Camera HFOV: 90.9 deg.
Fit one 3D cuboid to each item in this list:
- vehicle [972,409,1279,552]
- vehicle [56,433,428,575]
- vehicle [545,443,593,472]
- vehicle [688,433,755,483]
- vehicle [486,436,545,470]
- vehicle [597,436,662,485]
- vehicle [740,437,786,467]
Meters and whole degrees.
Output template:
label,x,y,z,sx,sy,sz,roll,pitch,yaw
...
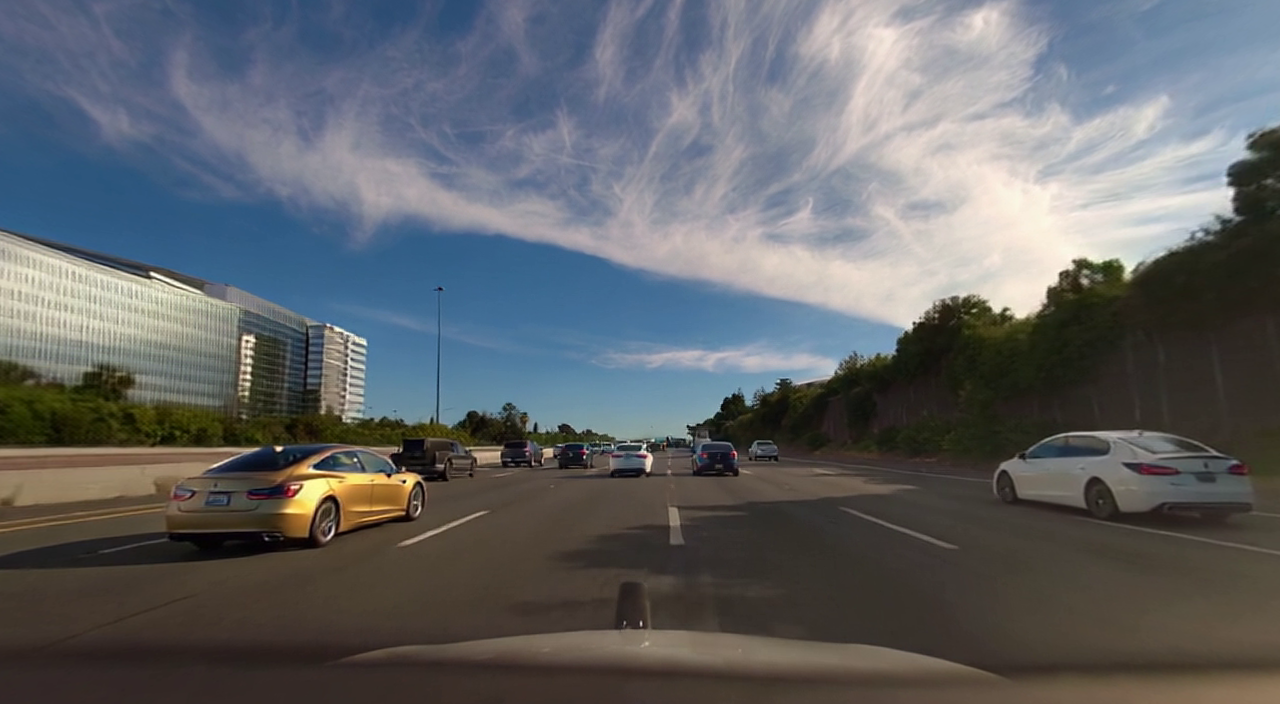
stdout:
label,x,y,z,sx,sy,sz,roll,pitch,yaw
vehicle,7.767,1.940,10.294,1.960,1.726,5.016,0,-8,1
vehicle,-5.016,1.950,9.037,2.116,1.473,4.644,-1,-8,4
vehicle,-3.797,5.683,34.374,1.886,1.455,4.148,-1,-8,3
vehicle,3.025,4.031,24.323,2.114,1.715,4.136,-1,-8,2
vehicle,-7.318,6.001,37.618,2.187,1.851,5.085,-1,-8,4
vehicle,-0.294,4.004,23.649,2.102,1.624,4.257,-1,-8,3
vehicle,7.827,6.378,40.466,2.071,1.754,4.484,-1,-8,1
